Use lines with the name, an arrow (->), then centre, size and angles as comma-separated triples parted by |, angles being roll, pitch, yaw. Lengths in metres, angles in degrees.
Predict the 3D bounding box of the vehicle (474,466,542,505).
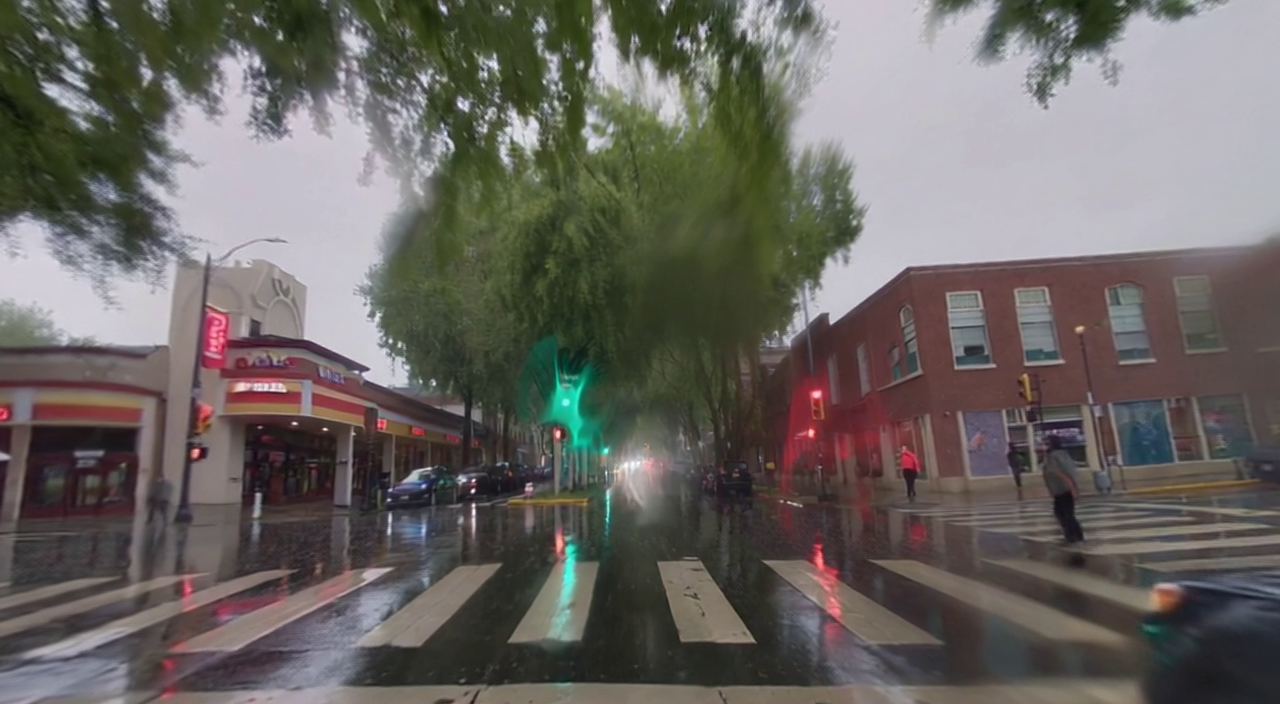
vehicle -> -5.745, 5.871, 28.155 | 1.983, 1.438, 4.559 | 0, -8, 1

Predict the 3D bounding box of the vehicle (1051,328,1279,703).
vehicle -> 2.661, 0.690, 1.206 | 1.822, 1.654, 2.794 | 0, -8, 1

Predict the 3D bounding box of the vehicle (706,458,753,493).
vehicle -> 5.199, 7.211, 37.270 | 2.010, 1.844, 4.386 | 0, -8, -2

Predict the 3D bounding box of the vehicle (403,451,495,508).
vehicle -> -8.798, 5.900, 29.873 | 2.489, 2.323, 5.843 | 0, -8, 0
